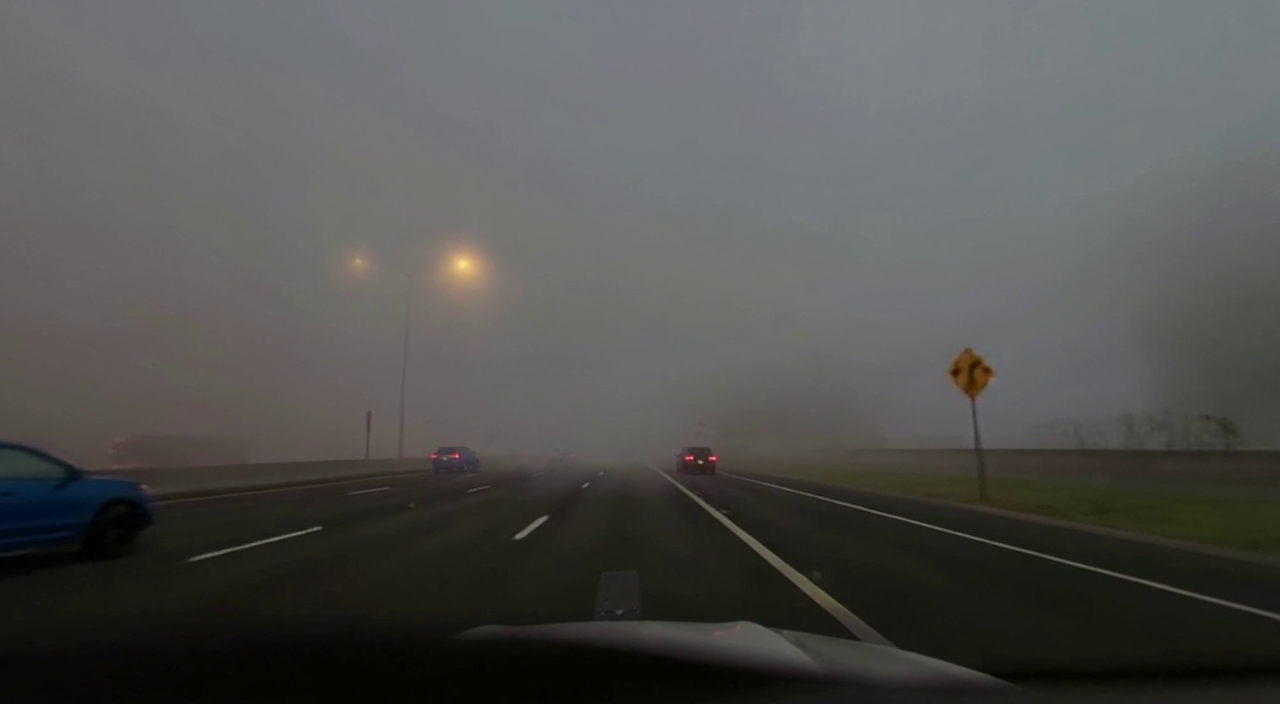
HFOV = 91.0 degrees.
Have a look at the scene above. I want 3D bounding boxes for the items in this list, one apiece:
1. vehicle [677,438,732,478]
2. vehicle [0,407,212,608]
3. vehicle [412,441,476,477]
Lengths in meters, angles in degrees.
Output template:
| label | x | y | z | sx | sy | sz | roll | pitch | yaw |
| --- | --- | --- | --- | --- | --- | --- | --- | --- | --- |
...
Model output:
| label | x | y | z | sx | sy | sz | roll | pitch | yaw |
| --- | --- | --- | --- | --- | --- | --- | --- | --- | --- |
| vehicle | 3.170 | 5.351 | 32.065 | 2.184 | 1.892 | 4.763 | 0 | -9 | -2 |
| vehicle | -7.080 | 1.419 | 5.767 | 2.524 | 1.806 | 5.325 | 0 | -9 | 0 |
| vehicle | -11.109 | 6.083 | 36.036 | 2.137 | 1.873 | 4.687 | 0 | -9 | 0 |
